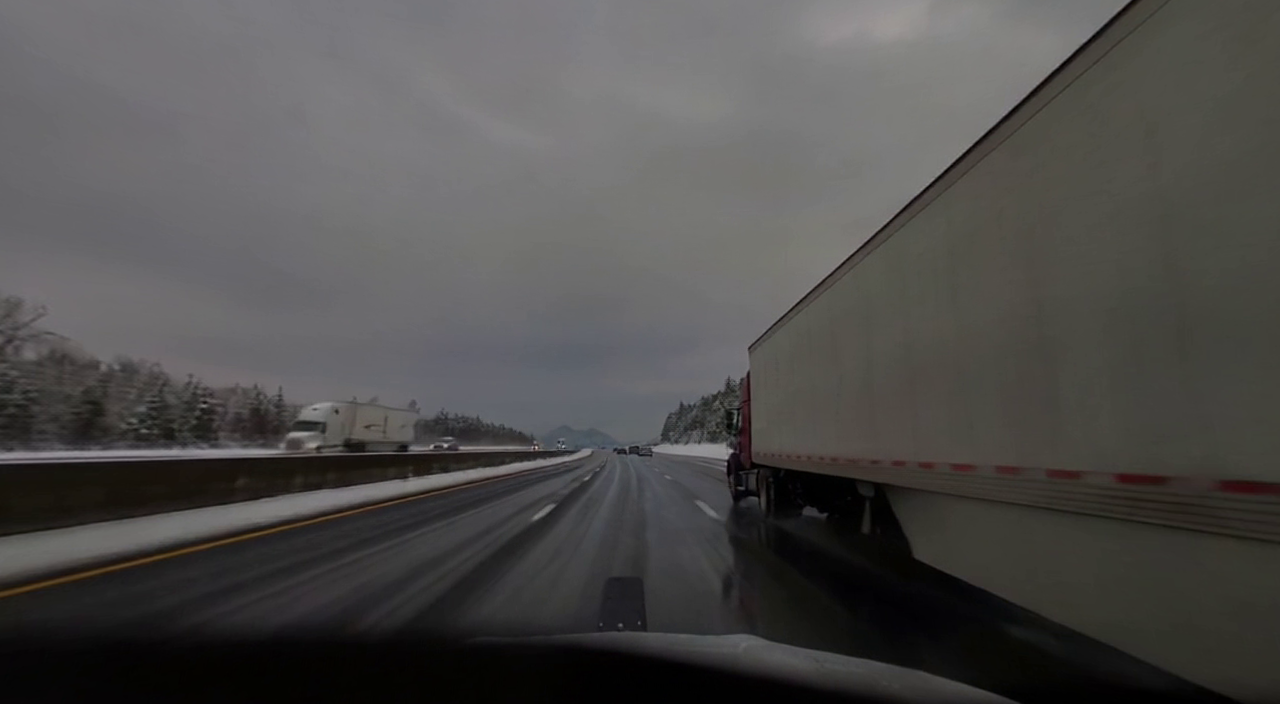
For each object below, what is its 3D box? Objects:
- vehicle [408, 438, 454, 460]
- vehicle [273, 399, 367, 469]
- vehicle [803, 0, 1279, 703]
[{"bbox_3d":[-15.868,7.409,48.065,2.004,1.551,4.601,0,-9,-1],"label":"vehicle"},{"bbox_3d":[-19.848,5.154,39.435,3.347,4.086,4.464,0,-9,-1],"label":"vehicle"},{"bbox_3d":[3.848,0.040,3.112,2.876,3.586,11.726,0,-9,0],"label":"vehicle"}]
